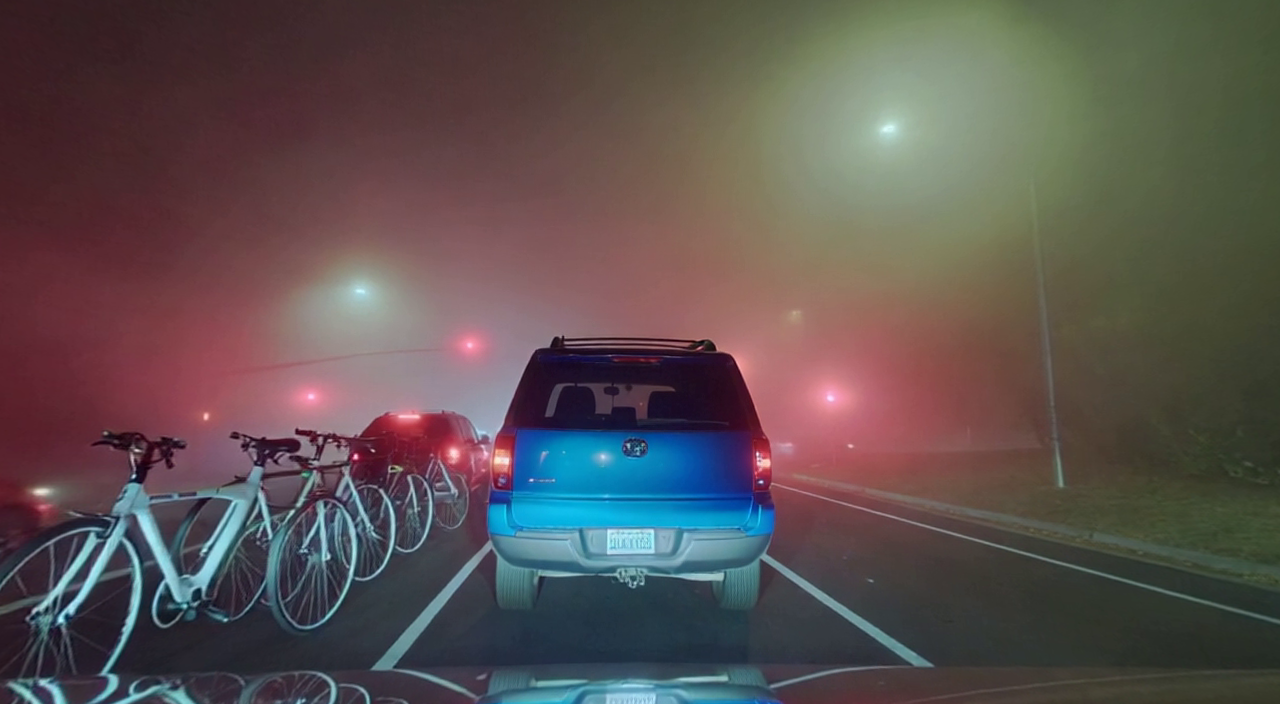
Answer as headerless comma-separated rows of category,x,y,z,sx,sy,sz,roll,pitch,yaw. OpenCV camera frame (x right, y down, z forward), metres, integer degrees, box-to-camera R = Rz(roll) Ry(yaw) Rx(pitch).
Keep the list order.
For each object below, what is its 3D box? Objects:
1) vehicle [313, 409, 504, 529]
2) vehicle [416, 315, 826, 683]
vehicle,-4.205,2.232,12.659,2.337,1.858,5.409,1,-9,-7
vehicle,-0.246,1.157,6.005,2.333,2.087,4.586,0,-8,-4
